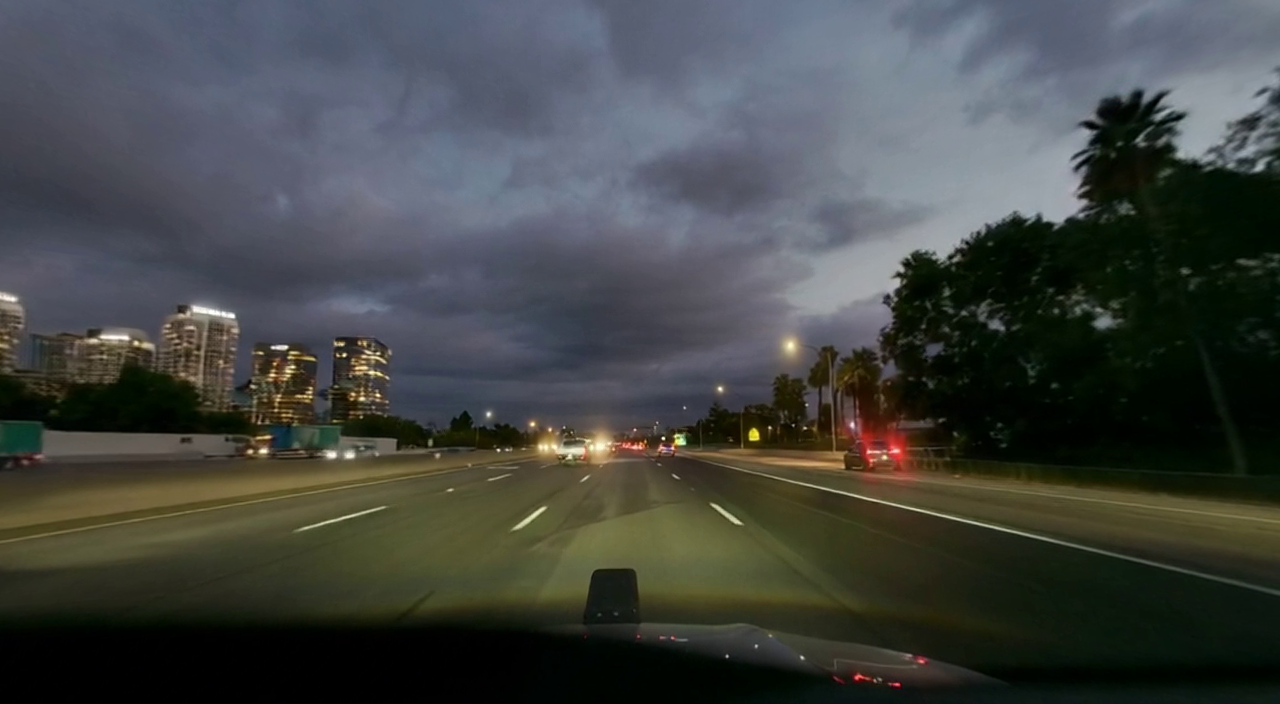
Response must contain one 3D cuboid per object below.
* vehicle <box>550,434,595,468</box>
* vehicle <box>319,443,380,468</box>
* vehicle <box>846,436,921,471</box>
[{"bbox_3d":[-4.056,6.033,38.564,2.225,1.967,4.673,0,-9,0],"label":"vehicle"},{"bbox_3d":[-18.521,6.601,40.479,1.864,1.519,4.366,0,-9,0],"label":"vehicle"},{"bbox_3d":[13.547,5.694,35.501,2.168,1.792,4.457,0,-9,-4],"label":"vehicle"}]
